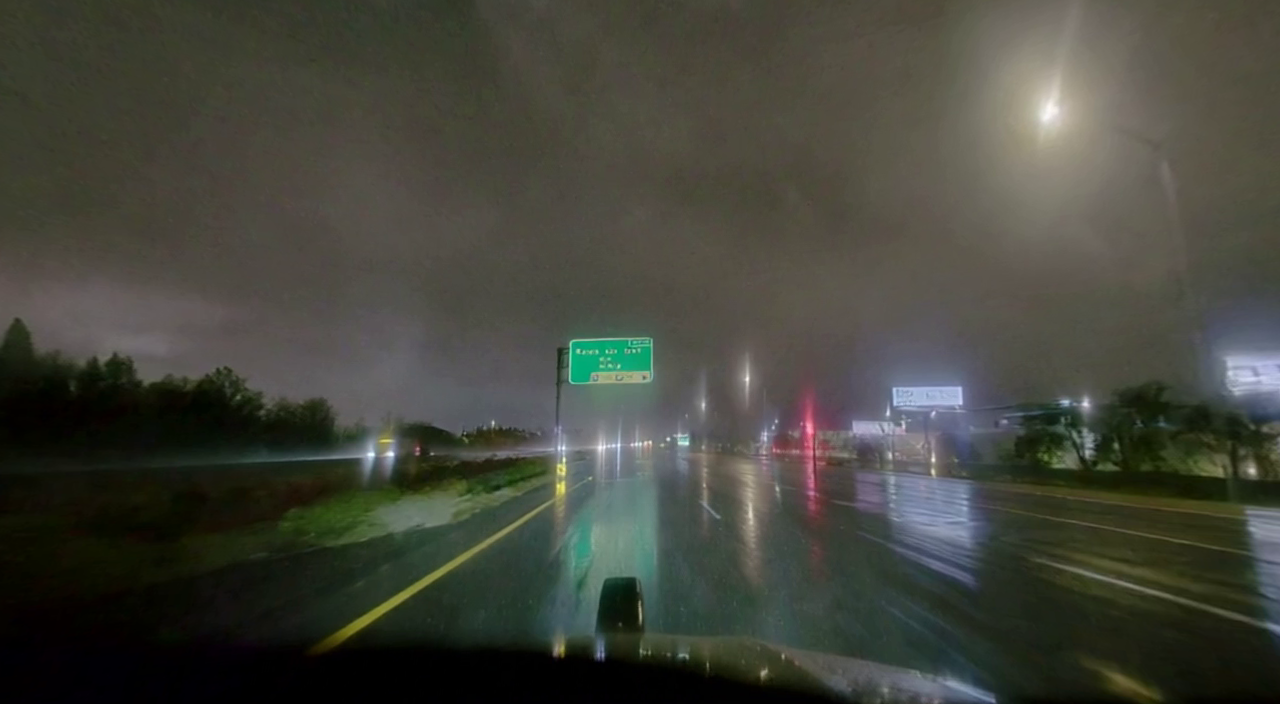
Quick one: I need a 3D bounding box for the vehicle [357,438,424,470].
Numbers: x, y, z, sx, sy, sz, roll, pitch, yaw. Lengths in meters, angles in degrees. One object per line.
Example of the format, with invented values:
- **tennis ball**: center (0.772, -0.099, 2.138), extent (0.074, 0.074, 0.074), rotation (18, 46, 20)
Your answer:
- **vehicle**: center (-17.572, 7.223, 44.702), extent (2.318, 2.113, 5.579), rotation (0, -9, 1)
